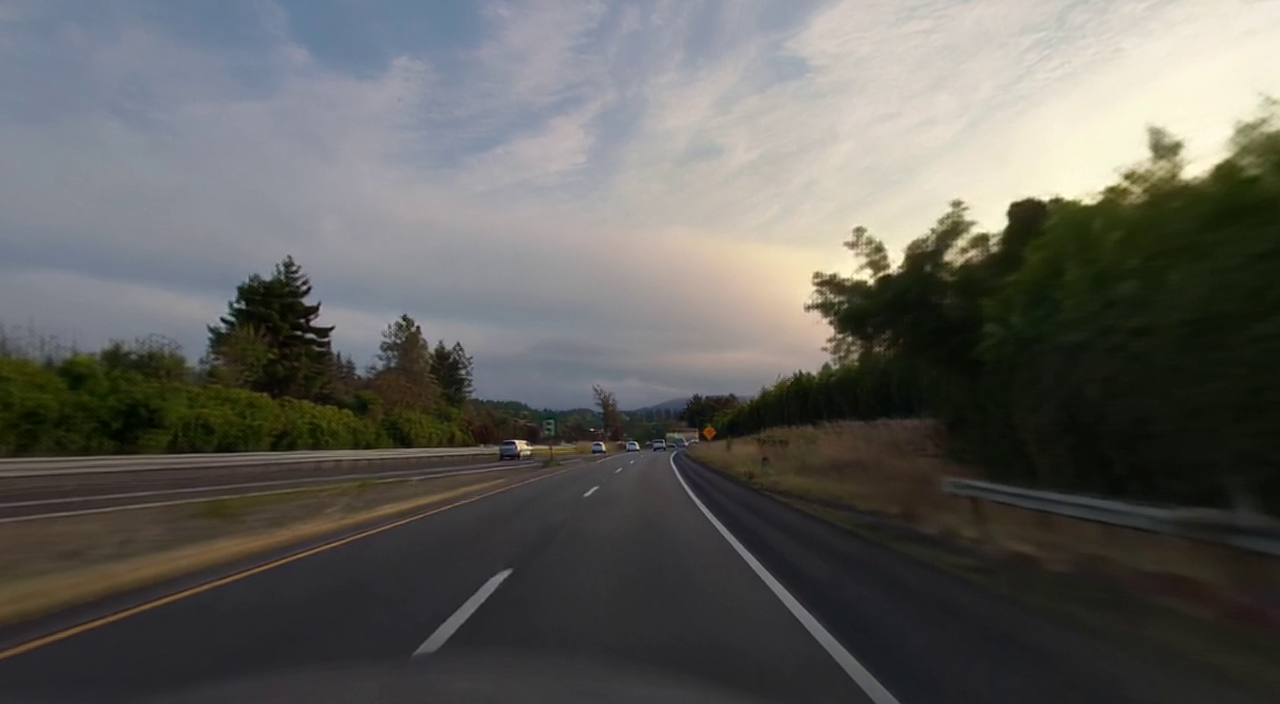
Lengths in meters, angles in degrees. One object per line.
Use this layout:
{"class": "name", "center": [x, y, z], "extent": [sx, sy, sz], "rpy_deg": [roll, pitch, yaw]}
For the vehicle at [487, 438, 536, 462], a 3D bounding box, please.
{"class": "vehicle", "center": [-9.350, 7.132, 46.118], "extent": [2.141, 1.612, 3.998], "rpy_deg": [-1, -8, 10]}
